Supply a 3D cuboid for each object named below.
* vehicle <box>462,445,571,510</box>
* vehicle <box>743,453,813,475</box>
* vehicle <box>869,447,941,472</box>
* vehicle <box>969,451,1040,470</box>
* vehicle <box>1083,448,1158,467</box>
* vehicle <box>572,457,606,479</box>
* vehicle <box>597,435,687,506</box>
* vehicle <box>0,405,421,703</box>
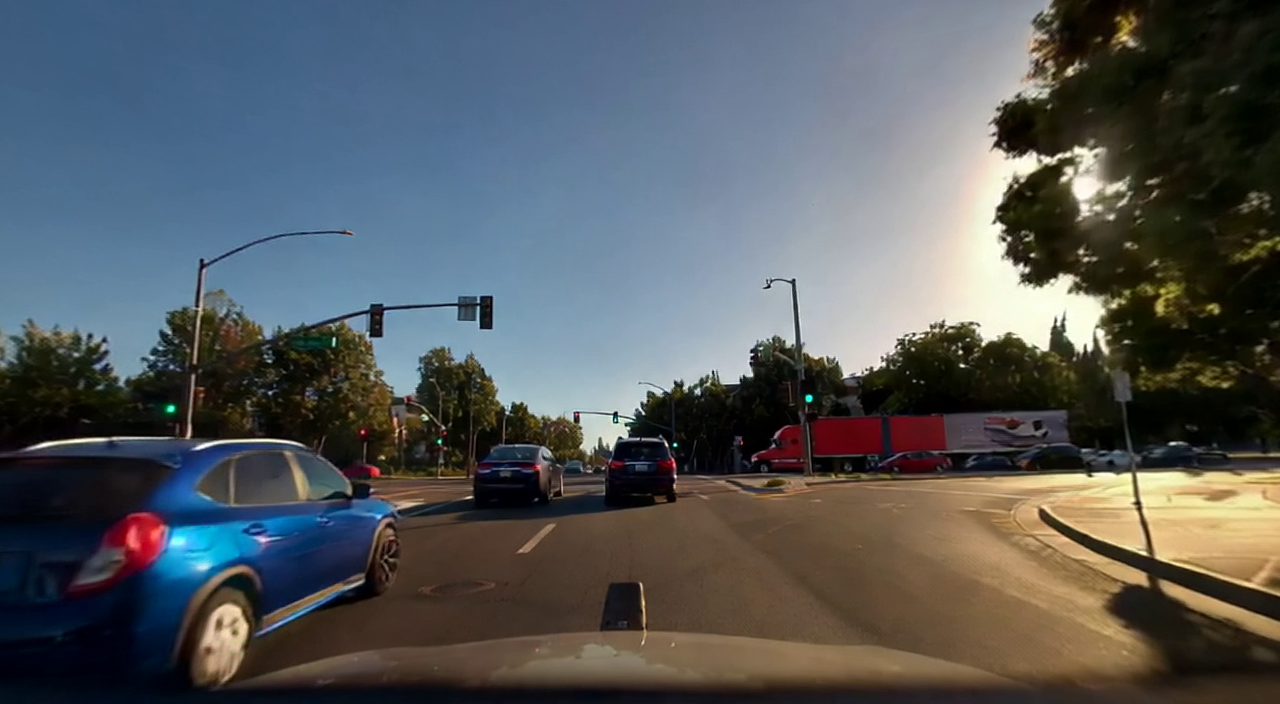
[{"bbox_3d":[-3.093,3.221,16.783,2.013,1.474,4.393,0,-8,0],"label":"vehicle"},{"bbox_3d":[10.771,8.820,49.498,4.875,1.473,2.077,-2,-12,-2],"label":"vehicle"},{"bbox_3d":[20.890,8.489,49.771,4.585,1.681,2.140,-3,-10,0],"label":"vehicle"},{"bbox_3d":[28.828,8.581,49.953,4.365,1.448,1.928,0,-9,0],"label":"vehicle"},{"bbox_3d":[37.938,8.315,49.795,4.525,1.468,1.839,1,-9,-5],"label":"vehicle"},{"bbox_3d":[-3.663,8.406,45.778,2.101,1.443,4.367,0,-8,0],"label":"vehicle"},{"bbox_3d":[0.032,3.136,17.137,2.163,1.678,3.846,0,-8,0],"label":"vehicle"},{"bbox_3d":[-3.165,1.252,4.459,1.960,1.528,3.490,0,-8,0],"label":"vehicle"}]
